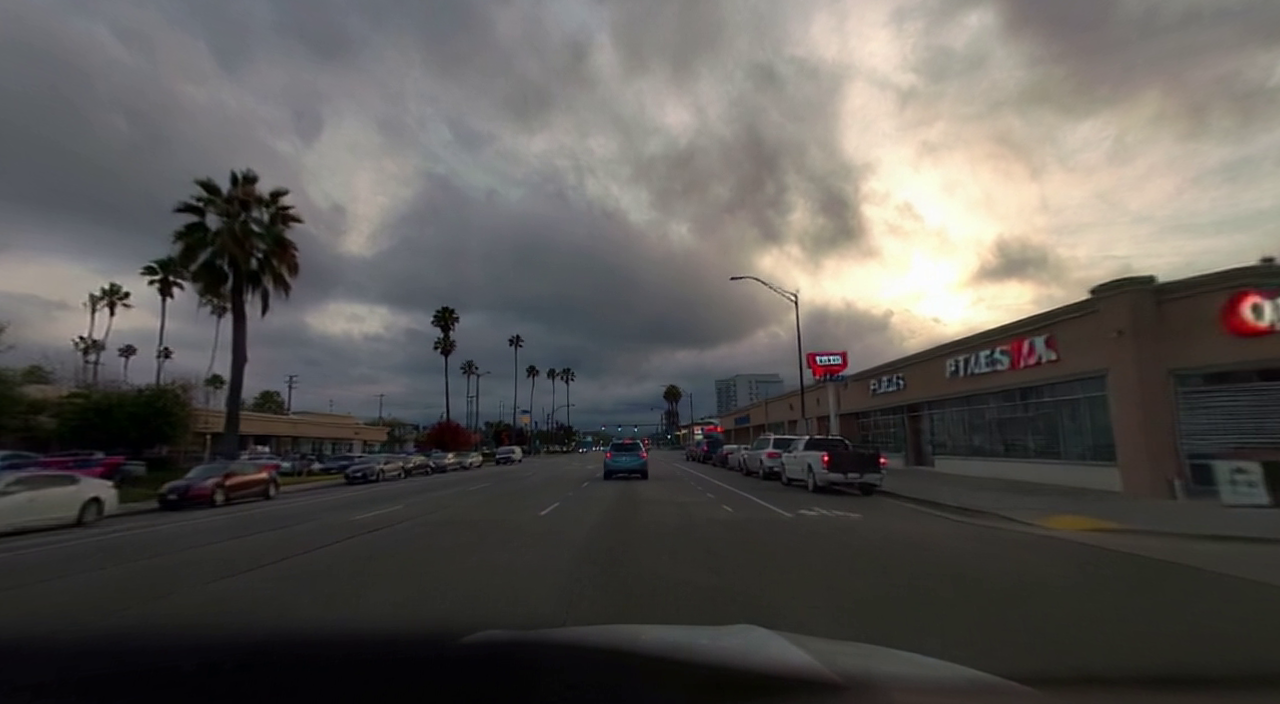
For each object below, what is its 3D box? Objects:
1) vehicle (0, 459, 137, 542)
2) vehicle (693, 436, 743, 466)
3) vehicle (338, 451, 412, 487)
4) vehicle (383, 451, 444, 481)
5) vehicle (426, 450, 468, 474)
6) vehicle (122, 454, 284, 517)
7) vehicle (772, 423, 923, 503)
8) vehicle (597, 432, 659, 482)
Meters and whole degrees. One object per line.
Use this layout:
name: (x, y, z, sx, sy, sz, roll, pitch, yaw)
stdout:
vehicle: (-13.149, 3.128, 13.021, 1.881, 1.484, 4.565, -6, -8, -2)
vehicle: (5.521, 7.146, 45.725, 2.568, 1.974, 6.203, 0, -8, -3)
vehicle: (-13.253, 5.841, 31.815, 1.840, 1.521, 4.450, -2, -8, 0)
vehicle: (-13.058, 6.566, 36.583, 1.804, 1.441, 4.534, -4, -8, 0)
vehicle: (-13.244, 7.545, 43.400, 1.774, 1.522, 3.699, -1, -8, -1)
vehicle: (-13.301, 4.046, 19.578, 1.968, 1.472, 4.345, -4, -8, 0)
vehicle: (5.671, 3.128, 18.315, 2.430, 1.924, 5.779, 0, -8, 0)
vehicle: (-0.416, 4.107, 24.907, 2.239, 1.763, 4.096, 0, -8, 0)
